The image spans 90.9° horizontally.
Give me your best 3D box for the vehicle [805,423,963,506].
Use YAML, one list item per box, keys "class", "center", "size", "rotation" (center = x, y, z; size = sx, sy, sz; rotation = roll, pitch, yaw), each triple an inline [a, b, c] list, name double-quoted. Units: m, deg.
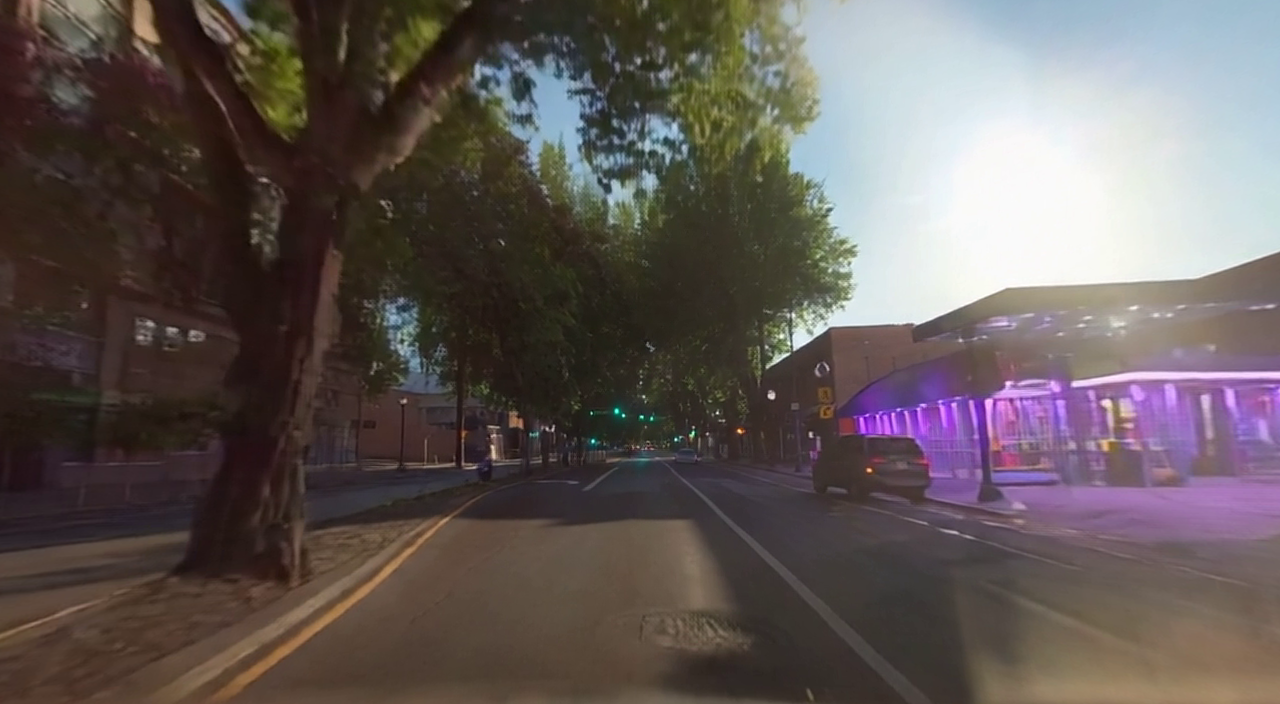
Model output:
- class: "vehicle"
  center: [6.260, 2.962, 17.008]
  size: [2.112, 1.894, 4.910]
  rotation: [1, -8, -2]
